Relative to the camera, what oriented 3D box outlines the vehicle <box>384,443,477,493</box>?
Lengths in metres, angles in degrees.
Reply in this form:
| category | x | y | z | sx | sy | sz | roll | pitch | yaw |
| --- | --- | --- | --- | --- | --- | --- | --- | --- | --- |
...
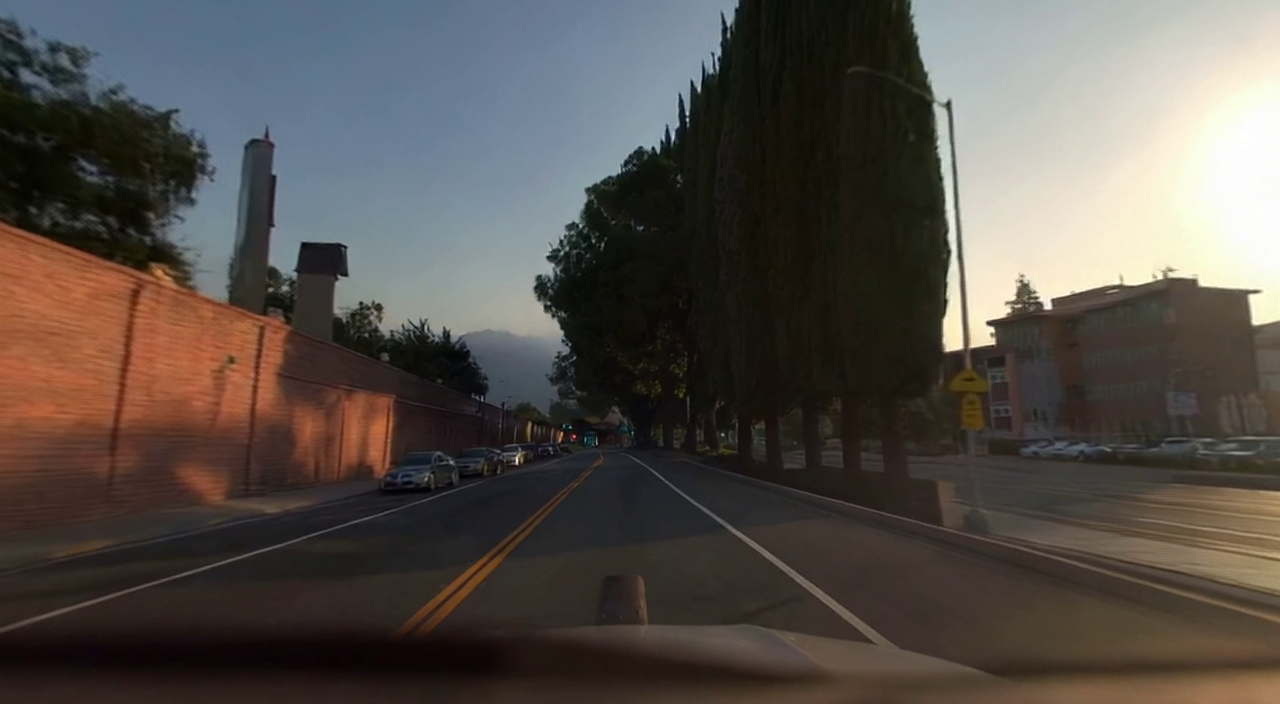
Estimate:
| category | x | y | z | sx | sy | sz | roll | pitch | yaw |
| --- | --- | --- | --- | --- | --- | --- | --- | --- | --- |
| vehicle | -7.342 | 4.081 | 22.679 | 1.899 | 1.485 | 4.593 | 2 | -8 | -2 |
